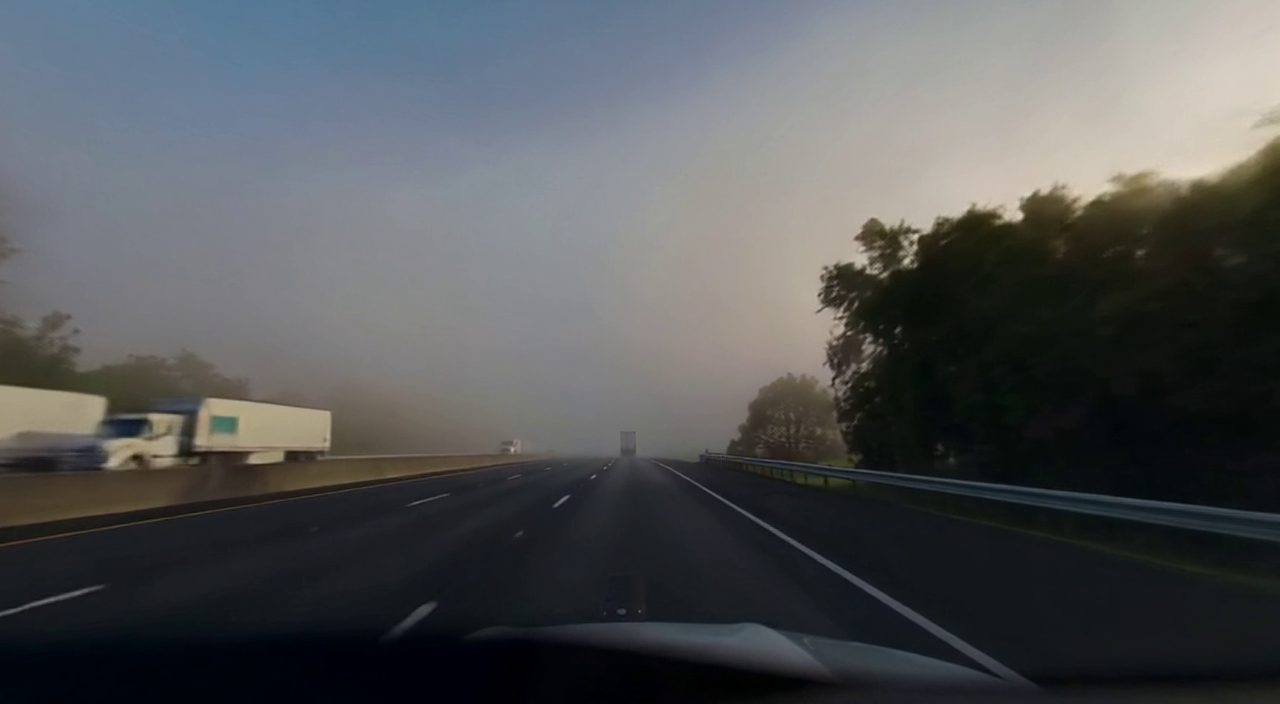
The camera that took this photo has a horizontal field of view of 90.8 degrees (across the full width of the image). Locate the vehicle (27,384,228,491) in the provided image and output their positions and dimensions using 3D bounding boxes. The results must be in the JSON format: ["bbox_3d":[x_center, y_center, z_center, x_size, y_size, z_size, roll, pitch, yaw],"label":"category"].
[{"bbox_3d":[-20.418,3.522,25.769,3.072,3.828,5.949,0,-9,-1],"label":"vehicle"}]
